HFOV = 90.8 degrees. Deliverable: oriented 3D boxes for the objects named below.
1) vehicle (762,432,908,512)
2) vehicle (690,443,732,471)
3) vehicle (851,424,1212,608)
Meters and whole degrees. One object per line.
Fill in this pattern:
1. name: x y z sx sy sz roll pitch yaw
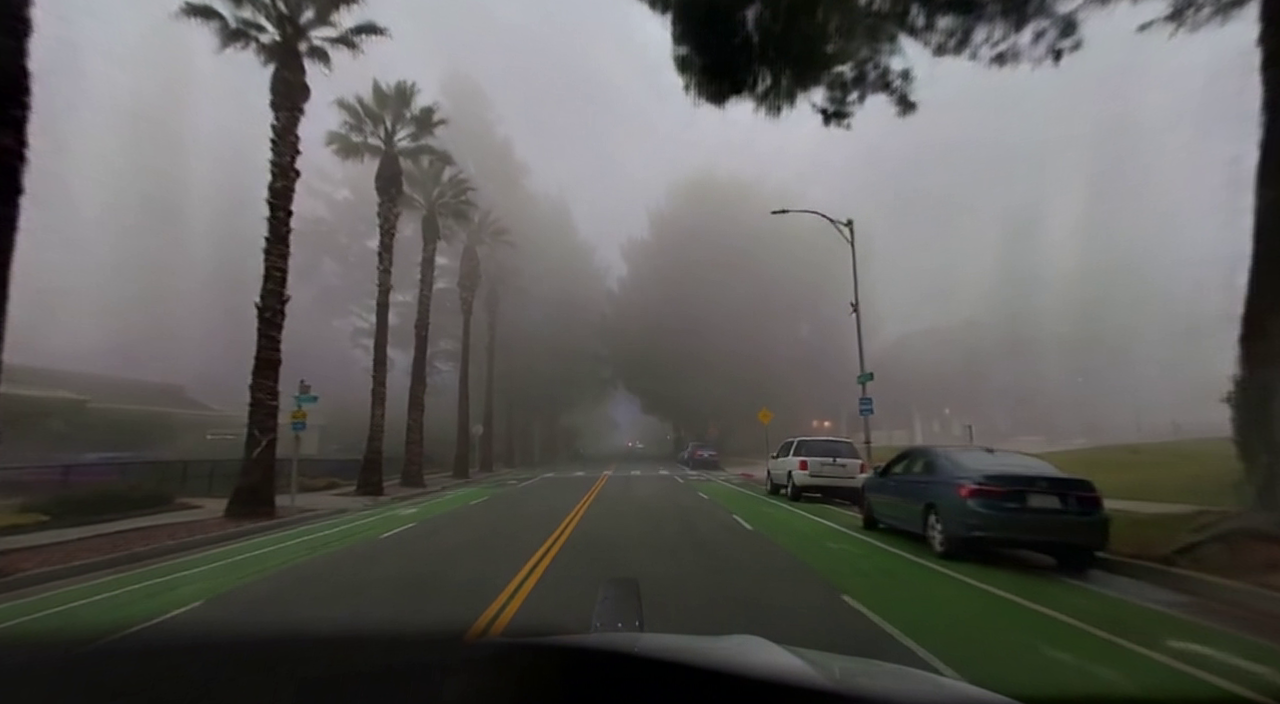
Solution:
1. vehicle: 4.748 3.002 16.315 2.144 1.720 4.794 0 -9 -1
2. vehicle: 4.366 6.548 39.561 1.997 1.640 4.494 0 -9 -1
3. vehicle: 4.492 1.913 8.298 2.000 1.732 4.298 -1 -9 1
